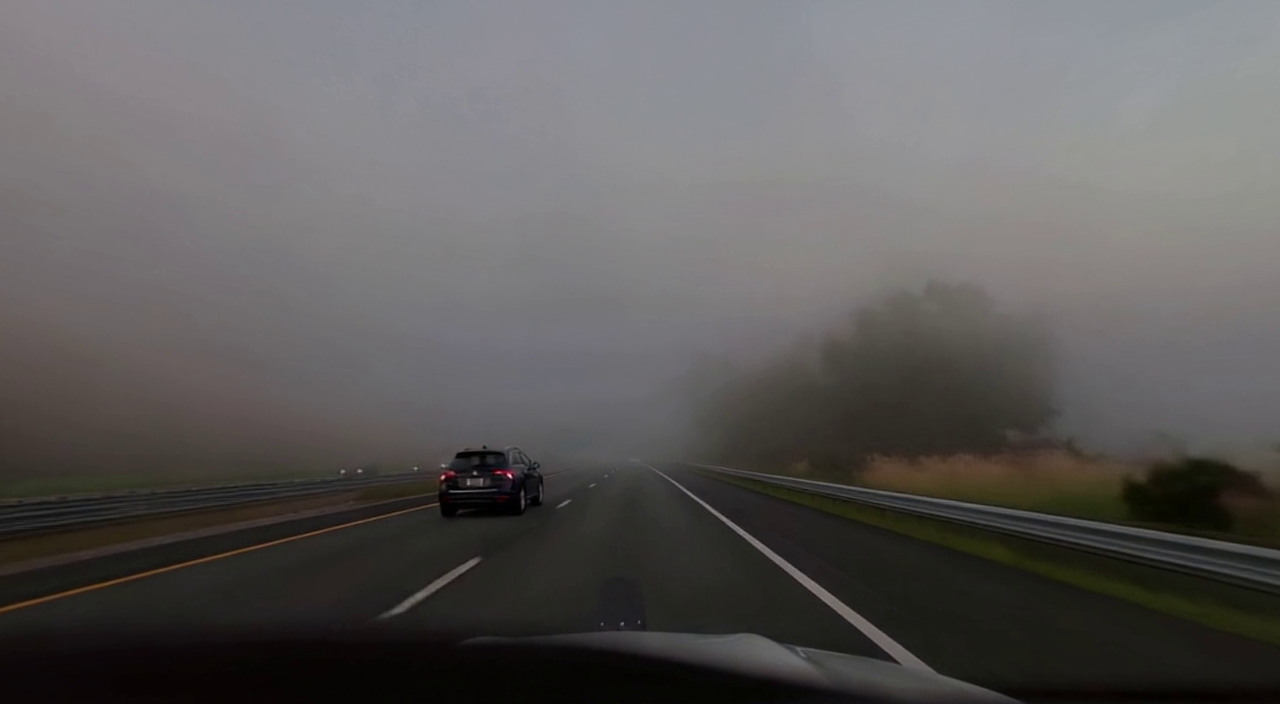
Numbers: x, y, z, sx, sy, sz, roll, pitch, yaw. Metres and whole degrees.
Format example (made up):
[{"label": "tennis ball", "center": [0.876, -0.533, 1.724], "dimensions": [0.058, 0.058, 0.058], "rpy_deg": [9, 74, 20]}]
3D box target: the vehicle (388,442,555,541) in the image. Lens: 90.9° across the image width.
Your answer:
[{"label": "vehicle", "center": [-3.235, 2.781, 13.250], "dimensions": [2.135, 1.686, 4.517], "rpy_deg": [0, -9, 2]}]
